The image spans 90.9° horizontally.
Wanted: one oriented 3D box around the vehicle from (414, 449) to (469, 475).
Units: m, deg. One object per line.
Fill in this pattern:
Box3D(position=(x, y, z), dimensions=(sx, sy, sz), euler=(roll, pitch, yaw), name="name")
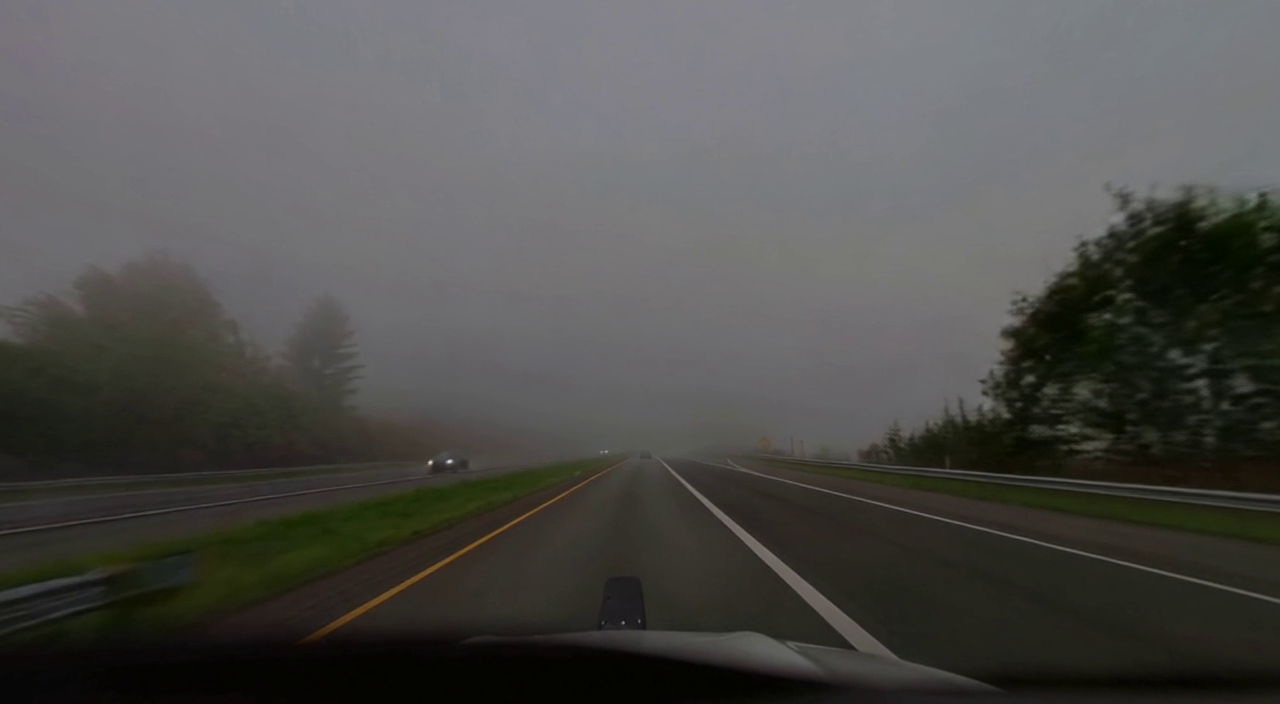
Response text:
Box3D(position=(-12.283, 6.808, 39.223), dimensions=(1.951, 1.457, 4.151), euler=(0, -9, 2), name="vehicle")
